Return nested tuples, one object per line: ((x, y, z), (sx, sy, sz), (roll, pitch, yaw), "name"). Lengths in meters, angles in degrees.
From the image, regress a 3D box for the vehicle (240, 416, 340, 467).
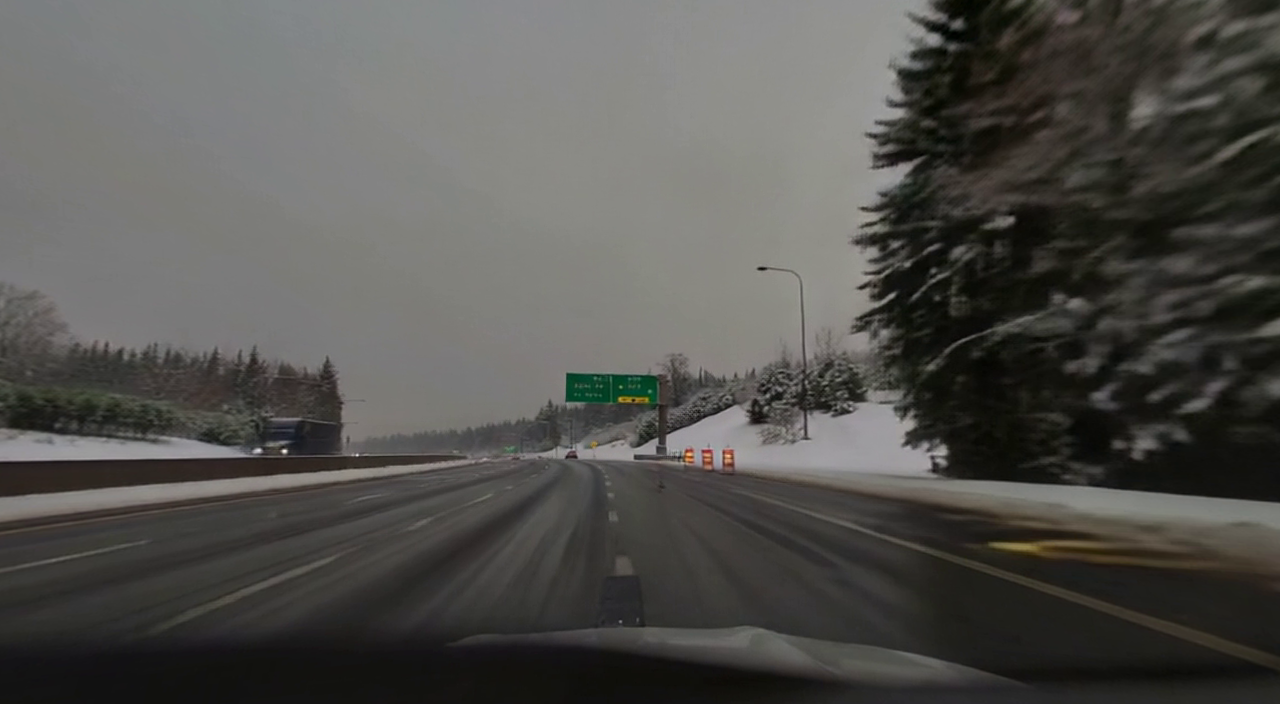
((-25.307, 6.578, 46.220), (3.030, 3.342, 8.736), (1, -9, -6), "vehicle")
